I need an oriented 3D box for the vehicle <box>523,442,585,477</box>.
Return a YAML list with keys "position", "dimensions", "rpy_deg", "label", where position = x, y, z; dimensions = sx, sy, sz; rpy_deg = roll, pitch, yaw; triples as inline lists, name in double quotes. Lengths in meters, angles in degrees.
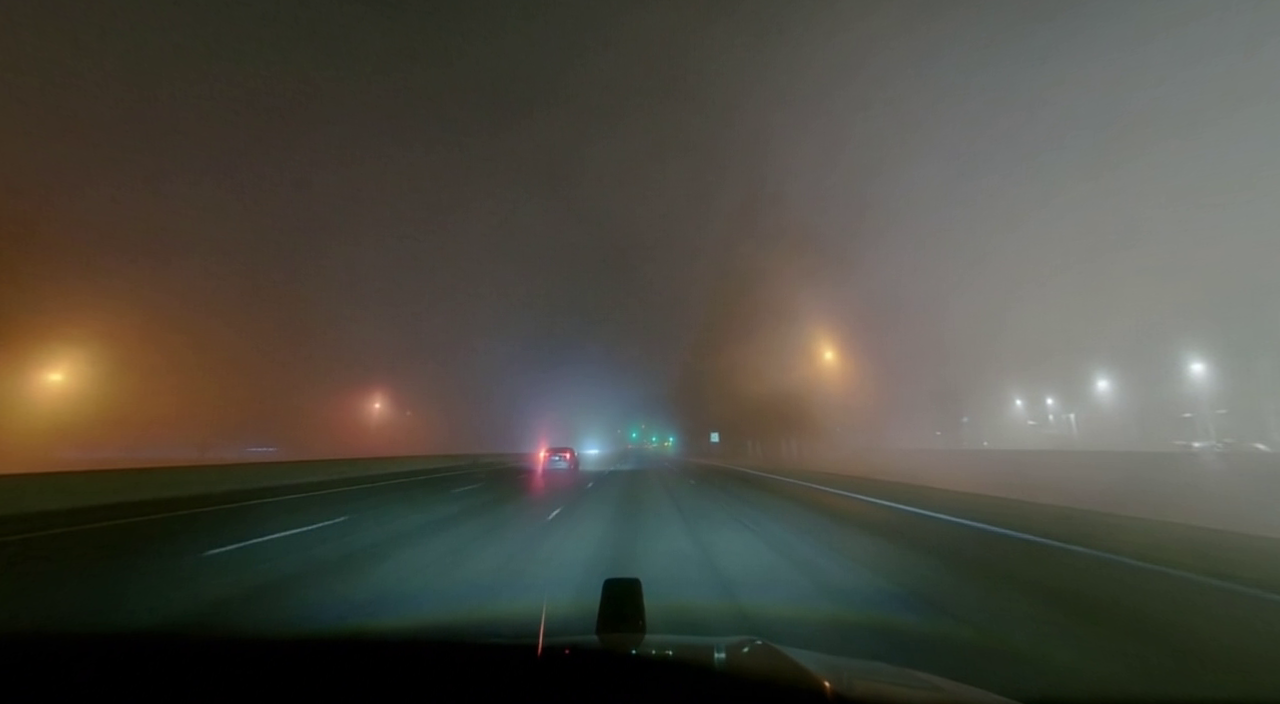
- position: [-3.754, 4.755, 28.221]
  dimensions: [2.128, 1.450, 4.078]
  rpy_deg: [0, -8, 1]
  label: "vehicle"
